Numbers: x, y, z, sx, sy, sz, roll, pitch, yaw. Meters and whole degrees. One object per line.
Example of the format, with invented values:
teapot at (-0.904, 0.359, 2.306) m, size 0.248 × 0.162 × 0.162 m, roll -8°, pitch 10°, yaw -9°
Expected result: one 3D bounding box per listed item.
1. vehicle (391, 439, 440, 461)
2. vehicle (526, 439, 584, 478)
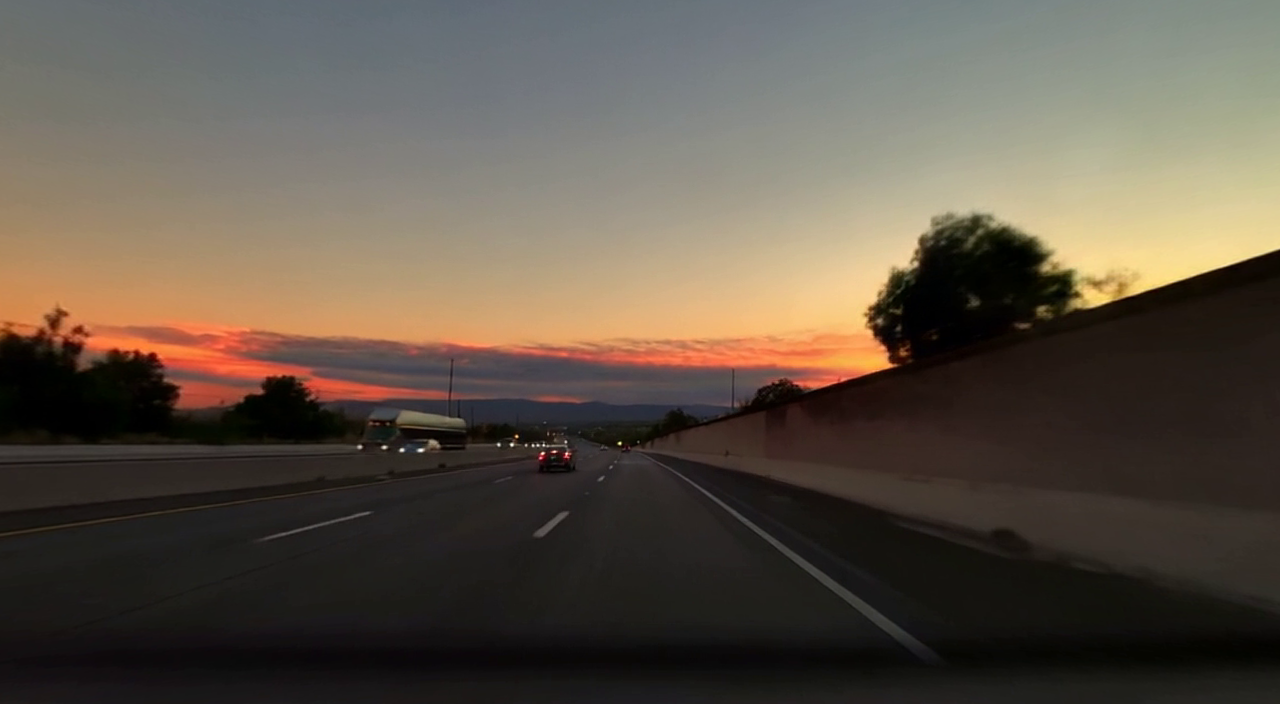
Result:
vehicle at (-17.154, 7.517, 48.264) m, size 2.064 × 1.556 × 4.548 m, roll 1°, pitch -9°, yaw 0°
vehicle at (-3.894, 4.970, 29.644) m, size 2.133 × 1.683 × 4.340 m, roll 1°, pitch -9°, yaw 0°
